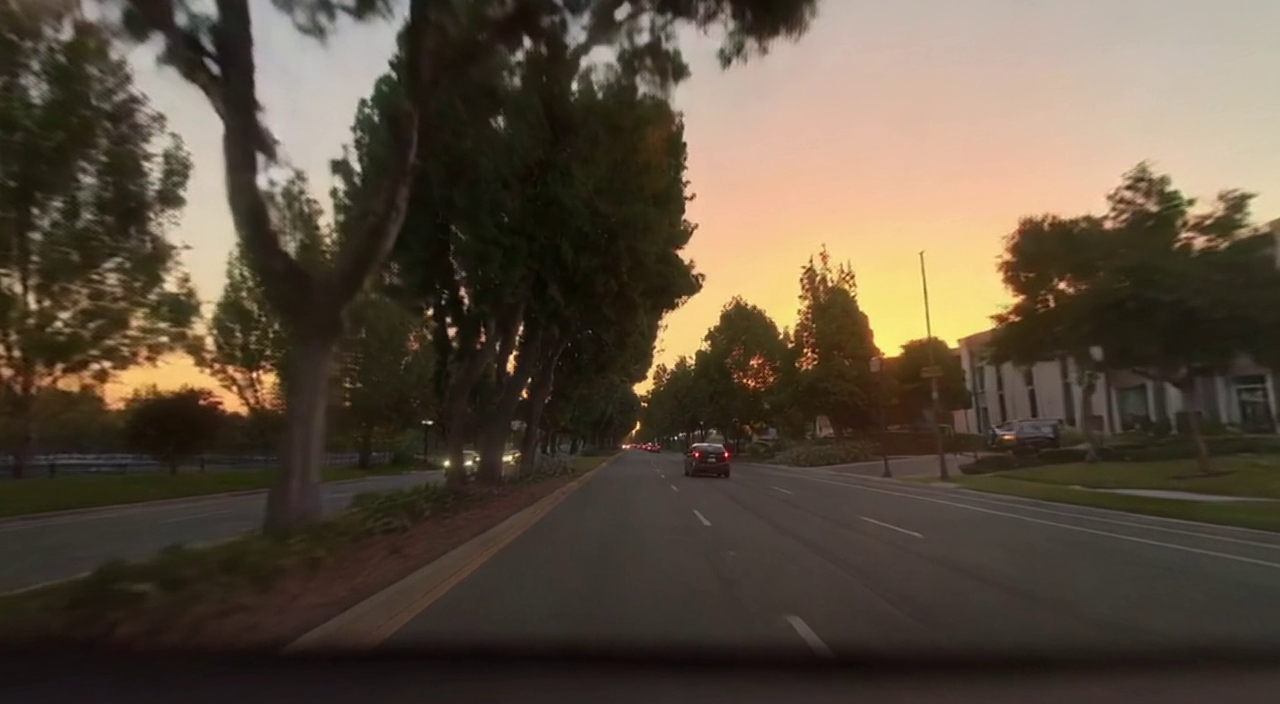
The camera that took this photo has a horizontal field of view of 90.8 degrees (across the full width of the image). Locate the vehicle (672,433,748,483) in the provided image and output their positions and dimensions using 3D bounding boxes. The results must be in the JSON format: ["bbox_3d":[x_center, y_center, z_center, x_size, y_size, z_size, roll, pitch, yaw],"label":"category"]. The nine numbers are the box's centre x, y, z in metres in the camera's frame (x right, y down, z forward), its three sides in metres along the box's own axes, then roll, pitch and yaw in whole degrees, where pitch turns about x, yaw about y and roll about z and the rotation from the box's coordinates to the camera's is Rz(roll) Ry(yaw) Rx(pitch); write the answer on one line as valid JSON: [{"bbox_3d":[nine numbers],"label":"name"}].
[{"bbox_3d":[2.571,4.050,24.426,2.240,1.740,4.605,0,-8,-2],"label":"vehicle"}]

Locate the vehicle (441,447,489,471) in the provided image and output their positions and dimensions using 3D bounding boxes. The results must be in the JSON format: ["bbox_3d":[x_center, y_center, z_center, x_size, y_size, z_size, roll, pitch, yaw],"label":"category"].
[{"bbox_3d":[-12.282,7.520,44.666,1.888,1.615,5.012,0,-8,0],"label":"vehicle"}]
